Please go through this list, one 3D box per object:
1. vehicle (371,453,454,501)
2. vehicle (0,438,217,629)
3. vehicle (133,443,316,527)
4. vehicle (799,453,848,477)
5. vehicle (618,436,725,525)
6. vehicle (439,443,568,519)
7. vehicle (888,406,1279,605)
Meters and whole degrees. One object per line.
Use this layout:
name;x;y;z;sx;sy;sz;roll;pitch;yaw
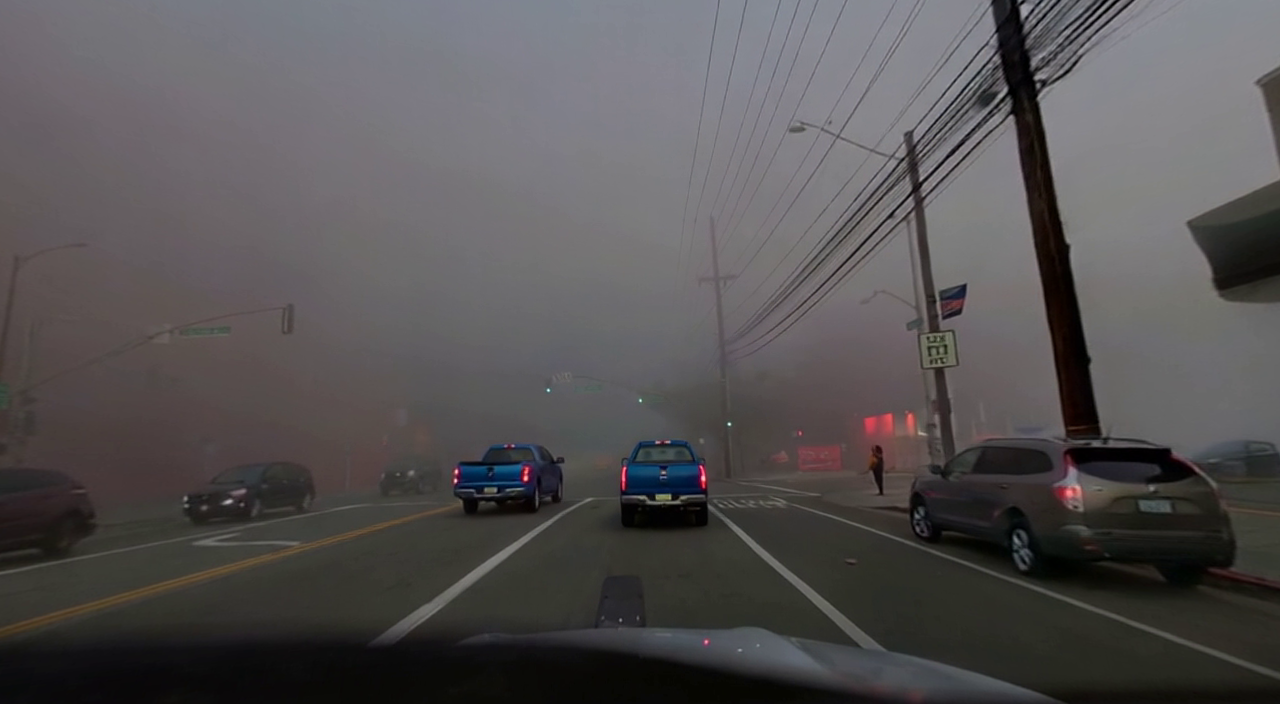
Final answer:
vehicle;-10.387;5.692;29.225;2.081;1.925;5.632;1;-9;-4
vehicle;-6.250;1.534;5.480;1.994;1.551;4.414;0;-9;1
vehicle;-11.167;3.546;17.491;2.133;1.952;4.856;1;-9;-7
vehicle;13.313;8.203;45.987;2.075;1.556;4.585;1;-9;-1
vehicle;0.871;2.885;14.755;2.089;1.699;4.650;-1;-9;6
vehicle;-3.107;3.042;15.459;1.995;1.554;4.618;0;-9;2
vehicle;5.071;1.777;8.247;1.974;1.823;4.576;0;-9;3
